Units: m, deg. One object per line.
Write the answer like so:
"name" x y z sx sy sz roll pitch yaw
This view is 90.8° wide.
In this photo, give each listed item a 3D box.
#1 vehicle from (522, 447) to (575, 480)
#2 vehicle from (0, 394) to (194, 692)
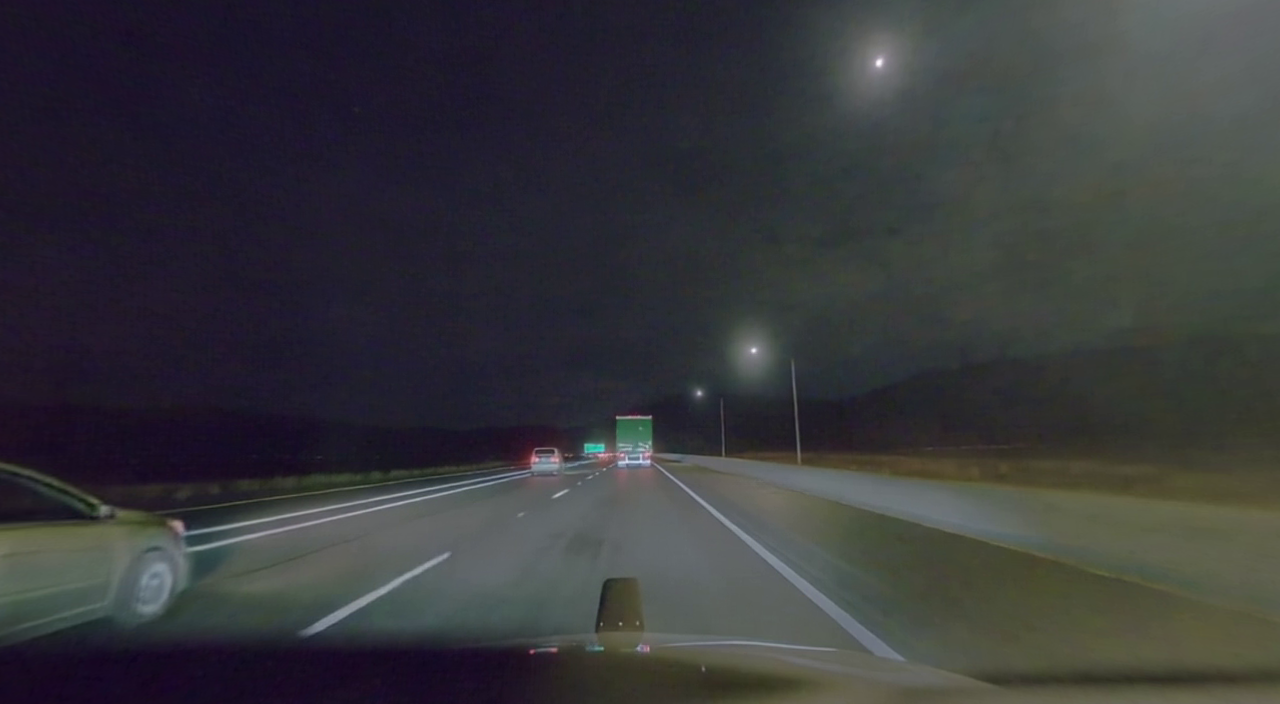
"vehicle" -4.449 5.460 31.141 1.978 1.507 4.062 0 -9 0
"vehicle" -4.523 0.949 2.779 1.991 1.618 4.211 0 -9 0
